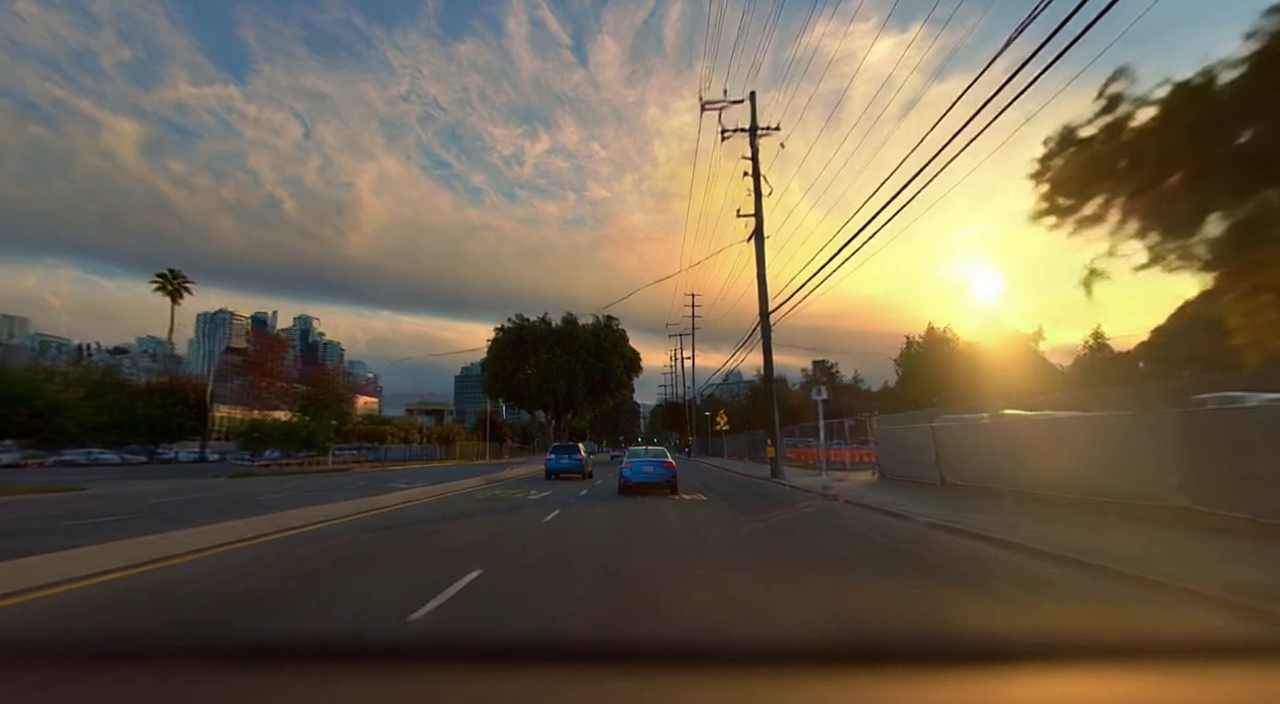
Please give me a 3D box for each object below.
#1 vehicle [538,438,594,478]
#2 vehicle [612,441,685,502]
[{"bbox_3d":[-3.523,5.119,30.541,2.078,1.804,4.387,0,-8,1],"label":"vehicle"},{"bbox_3d":[0.236,3.702,19.920,2.059,1.691,3.980,0,-8,0],"label":"vehicle"}]
